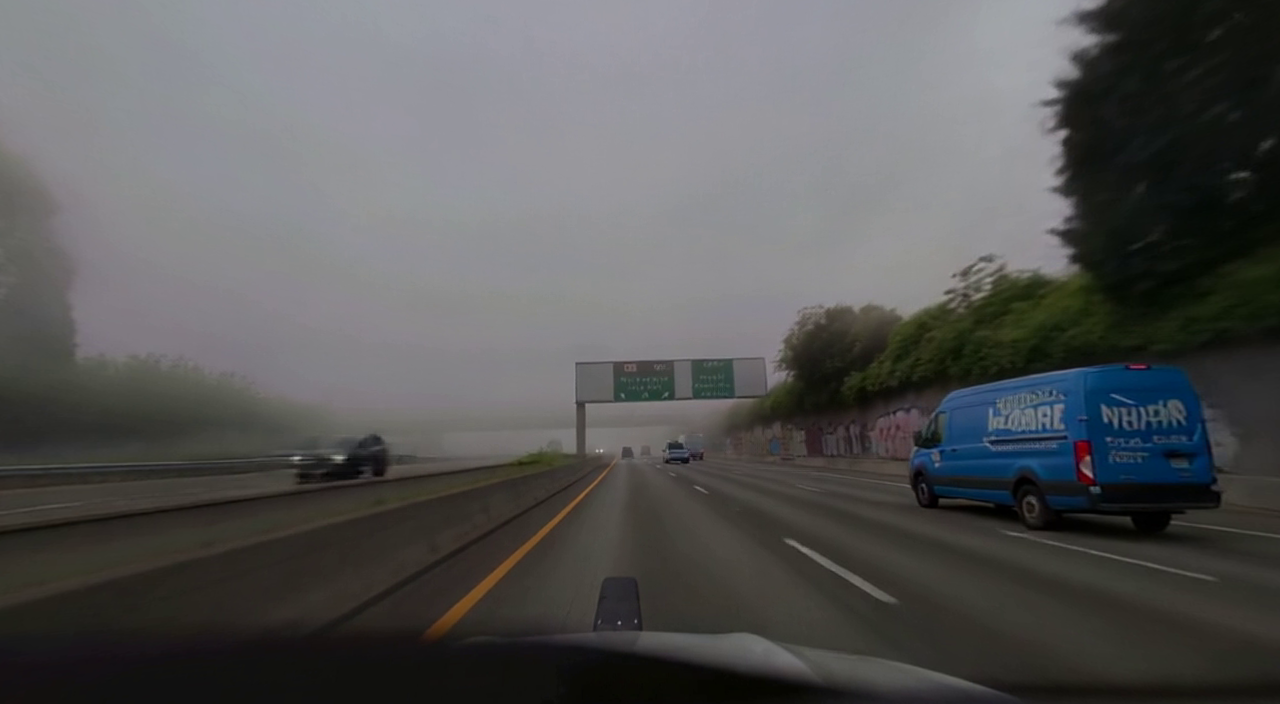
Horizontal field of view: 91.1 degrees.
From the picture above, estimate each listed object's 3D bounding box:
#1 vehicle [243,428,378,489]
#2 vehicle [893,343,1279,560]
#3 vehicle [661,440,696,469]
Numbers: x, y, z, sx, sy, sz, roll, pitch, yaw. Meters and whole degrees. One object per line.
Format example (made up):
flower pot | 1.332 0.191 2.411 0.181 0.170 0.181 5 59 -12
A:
vehicle | -11.962 3.914 23.368 2.180 1.988 5.316 0 -9 -1
vehicle | 6.692 1.619 10.560 2.283 2.631 5.719 0 -9 -2
vehicle | 2.707 7.382 45.437 2.007 1.943 5.010 0 -9 -3
